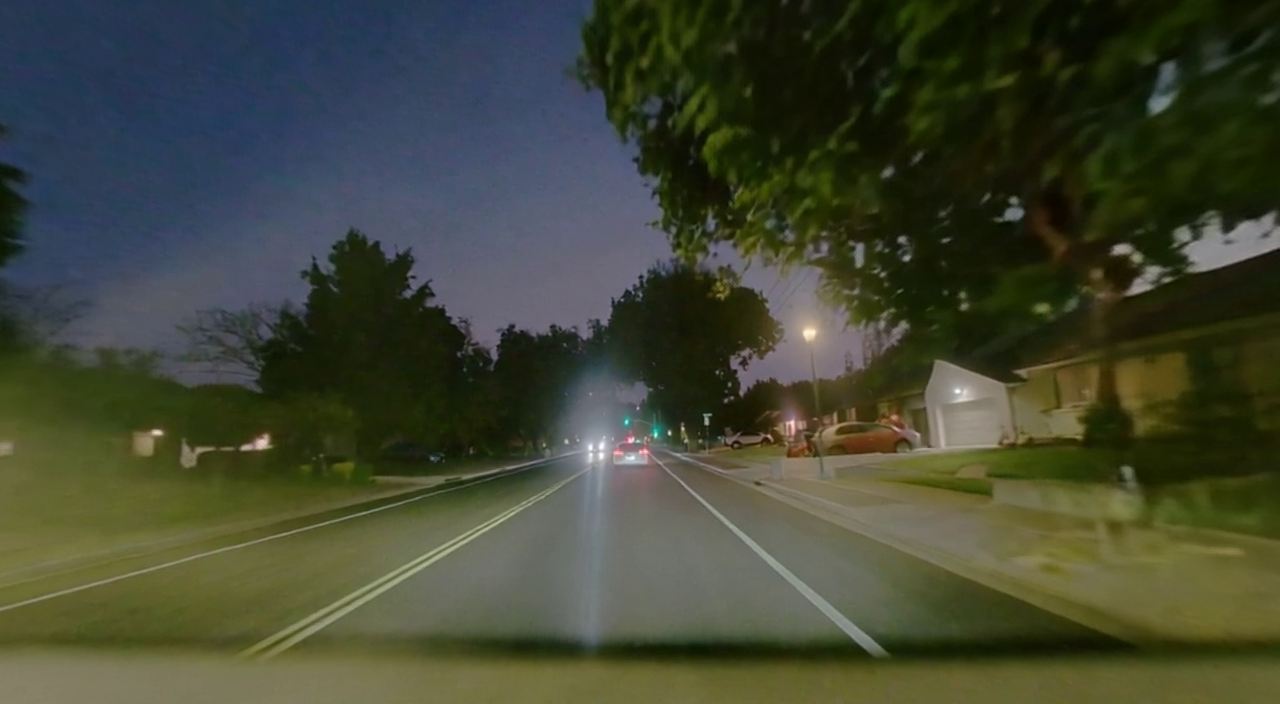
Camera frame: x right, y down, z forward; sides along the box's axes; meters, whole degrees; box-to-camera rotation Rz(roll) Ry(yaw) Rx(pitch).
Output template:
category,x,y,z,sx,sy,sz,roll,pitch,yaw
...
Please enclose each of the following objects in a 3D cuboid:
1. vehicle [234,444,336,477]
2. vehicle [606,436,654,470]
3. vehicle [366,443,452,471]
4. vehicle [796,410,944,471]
category,x,y,z,sx,sy,sz,roll,pitch,yaw
vehicle,-17.077,5.152,30.347,4.608,1.481,1.890,-4,-9,26
vehicle,-0.409,4.718,29.649,2.098,1.483,4.099,0,-8,0
vehicle,-14.801,6.756,40.657,4.608,1.743,2.222,-1,-8,7
vehicle,8.311,3.235,23.188,4.513,1.617,1.998,-7,-8,-1
